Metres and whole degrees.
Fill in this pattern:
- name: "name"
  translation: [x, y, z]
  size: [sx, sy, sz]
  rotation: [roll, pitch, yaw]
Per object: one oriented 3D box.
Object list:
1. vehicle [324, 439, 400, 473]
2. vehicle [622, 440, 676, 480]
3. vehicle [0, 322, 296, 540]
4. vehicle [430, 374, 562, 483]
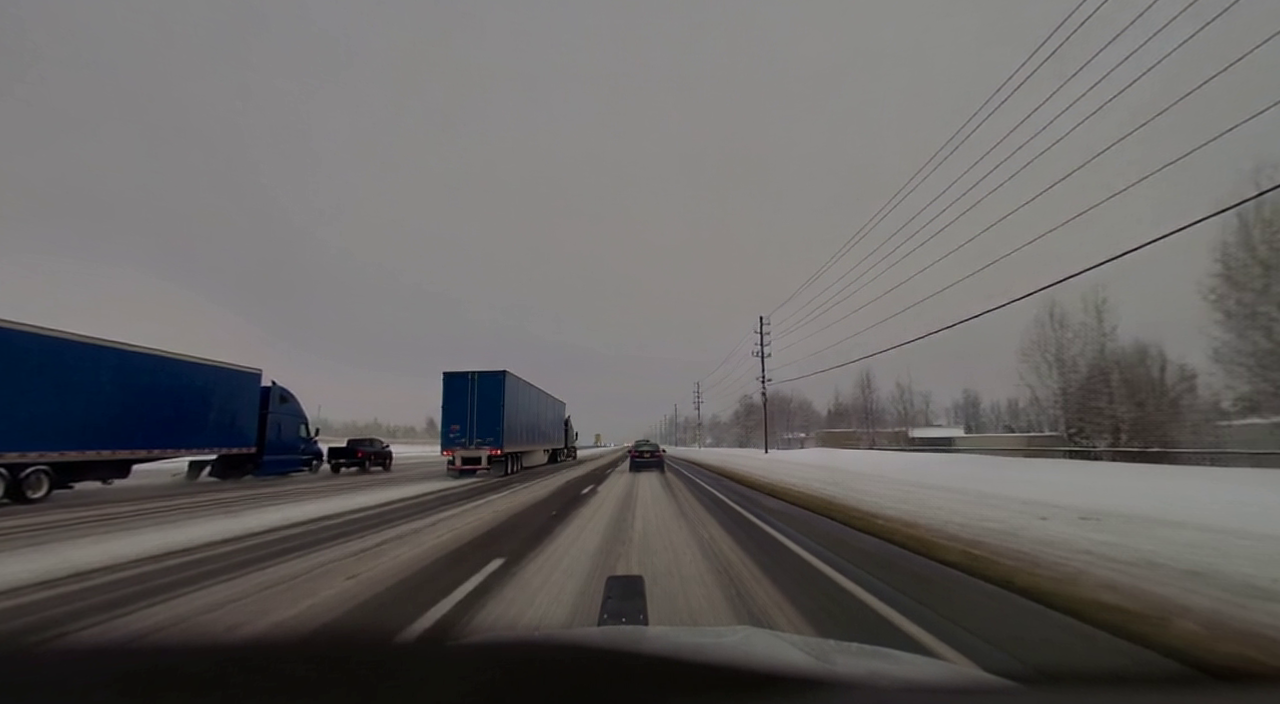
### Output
- name: "vehicle"
  translation: [-14.644, 5.500, 33.564]
  size: [1.938, 1.679, 4.469]
  rotation: [0, -9, 1]
- name: "vehicle"
  translation: [0.348, 4.491, 26.541]
  size: [2.055, 1.514, 4.323]
  rotation: [0, -8, 0]
- name: "vehicle"
  translation: [-10.688, 1.556, 11.870]
  size: [2.896, 3.140, 9.491]
  rotation: [0, -8, 1]
- name: "vehicle"
  translation: [-6.311, 3.986, 31.276]
  size: [2.907, 4.081, 15.311]
  rotation: [0, -8, 0]
